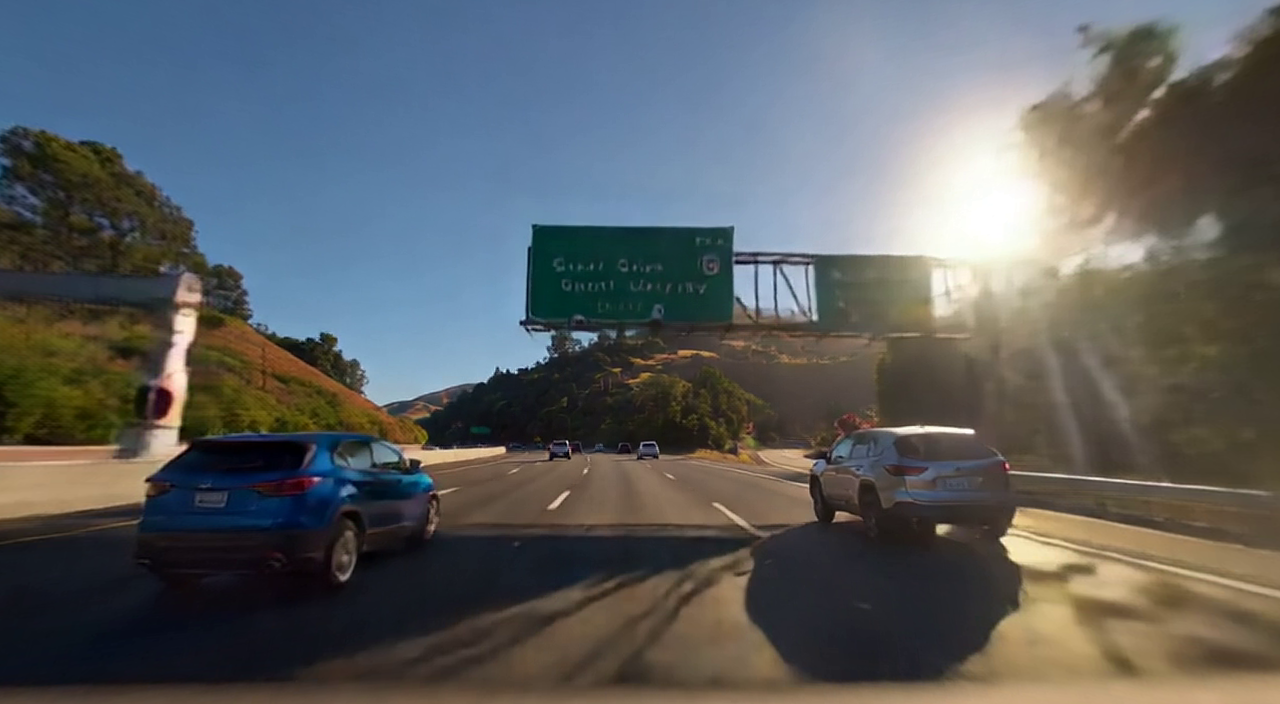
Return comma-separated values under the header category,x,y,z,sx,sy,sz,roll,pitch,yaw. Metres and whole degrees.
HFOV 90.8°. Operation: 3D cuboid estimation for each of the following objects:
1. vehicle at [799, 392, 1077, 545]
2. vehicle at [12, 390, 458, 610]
category,x,y,z,sx,sy,sz,roll,pitch,yaw
vehicle,4.372,1.820,10.430,2.103,1.903,4.837,0,-8,-2
vehicle,-3.926,1.524,7.453,2.213,1.766,4.598,0,-8,0
